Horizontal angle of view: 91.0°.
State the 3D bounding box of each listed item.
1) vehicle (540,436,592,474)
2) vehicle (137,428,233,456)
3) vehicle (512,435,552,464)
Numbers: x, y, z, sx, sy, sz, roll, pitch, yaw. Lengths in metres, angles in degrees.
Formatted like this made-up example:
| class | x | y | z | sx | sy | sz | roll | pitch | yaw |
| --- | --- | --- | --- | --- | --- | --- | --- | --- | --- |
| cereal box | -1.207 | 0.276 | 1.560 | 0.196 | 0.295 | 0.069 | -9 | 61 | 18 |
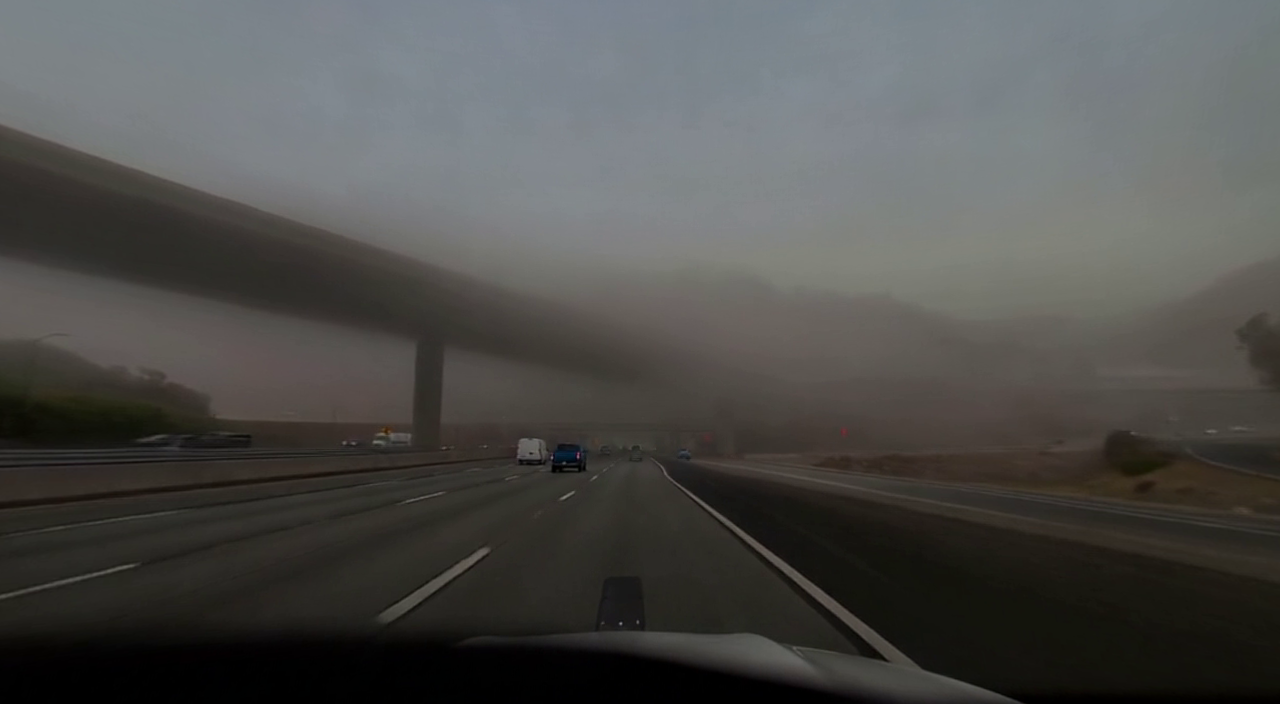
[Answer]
| class | x | y | z | sx | sy | sz | roll | pitch | yaw |
| --- | --- | --- | --- | --- | --- | --- | --- | --- | --- |
| vehicle | -3.868 | 5.490 | 33.679 | 2.144 | 1.847 | 4.850 | 0 | -9 | 1 |
| vehicle | -30.263 | 6.082 | 42.144 | 2.108 | 1.733 | 5.604 | -1 | -9 | 2 |
| vehicle | -7.909 | 7.167 | 46.355 | 2.132 | 1.984 | 4.639 | 0 | -9 | 0 |
